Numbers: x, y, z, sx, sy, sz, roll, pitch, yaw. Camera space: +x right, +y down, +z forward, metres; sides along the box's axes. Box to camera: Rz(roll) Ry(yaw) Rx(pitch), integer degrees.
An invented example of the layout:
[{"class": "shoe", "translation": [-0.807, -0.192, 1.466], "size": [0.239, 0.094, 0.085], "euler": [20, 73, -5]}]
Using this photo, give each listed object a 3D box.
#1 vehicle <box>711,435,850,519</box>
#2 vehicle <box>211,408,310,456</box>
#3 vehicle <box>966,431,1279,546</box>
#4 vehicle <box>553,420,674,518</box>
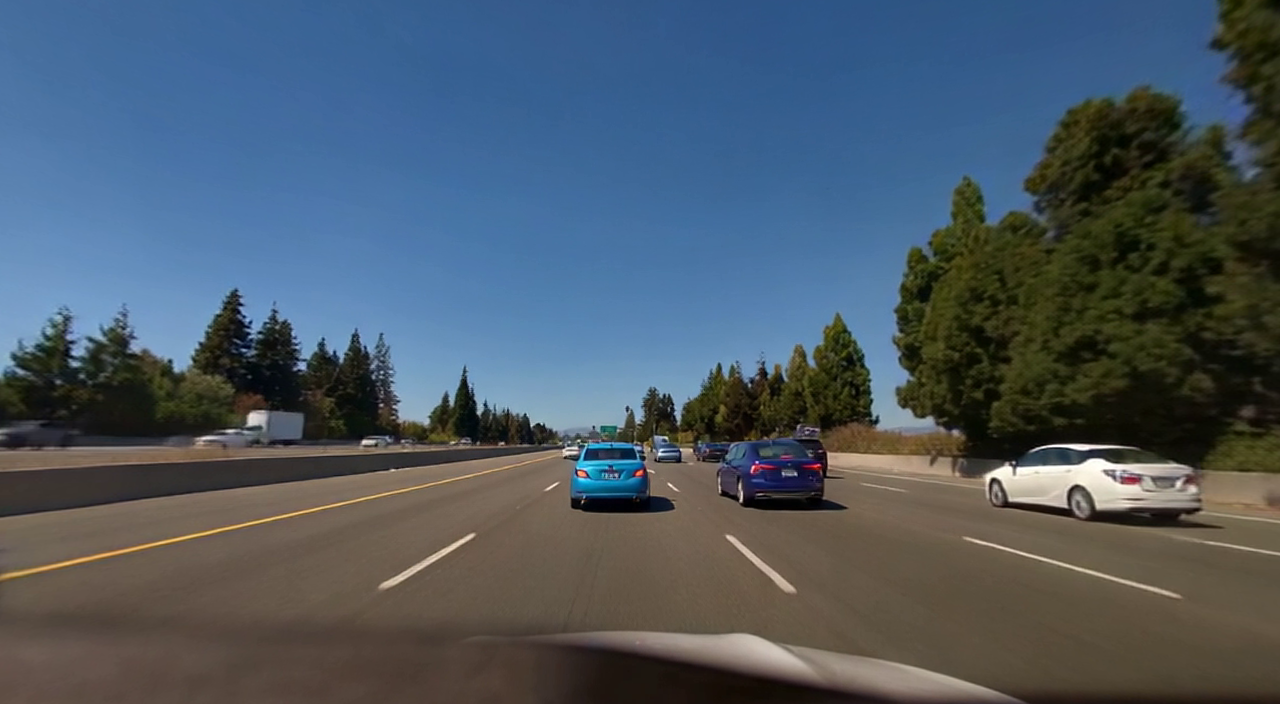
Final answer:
[{"class": "vehicle", "translation": [2.858, 2.663, 13.903], "size": [1.975, 1.532, 4.227], "euler": [1, -9, -2]}, {"class": "vehicle", "translation": [-27.770, 5.999, 46.553], "size": [2.876, 3.193, 7.305], "euler": [1, -9, -2]}, {"class": "vehicle", "translation": [8.469, 2.347, 11.579], "size": [2.106, 1.641, 4.671], "euler": [1, -9, -5]}, {"class": "vehicle", "translation": [-0.524, 2.412, 13.393], "size": [2.181, 1.728, 3.970], "euler": [1, -9, -2]}]
